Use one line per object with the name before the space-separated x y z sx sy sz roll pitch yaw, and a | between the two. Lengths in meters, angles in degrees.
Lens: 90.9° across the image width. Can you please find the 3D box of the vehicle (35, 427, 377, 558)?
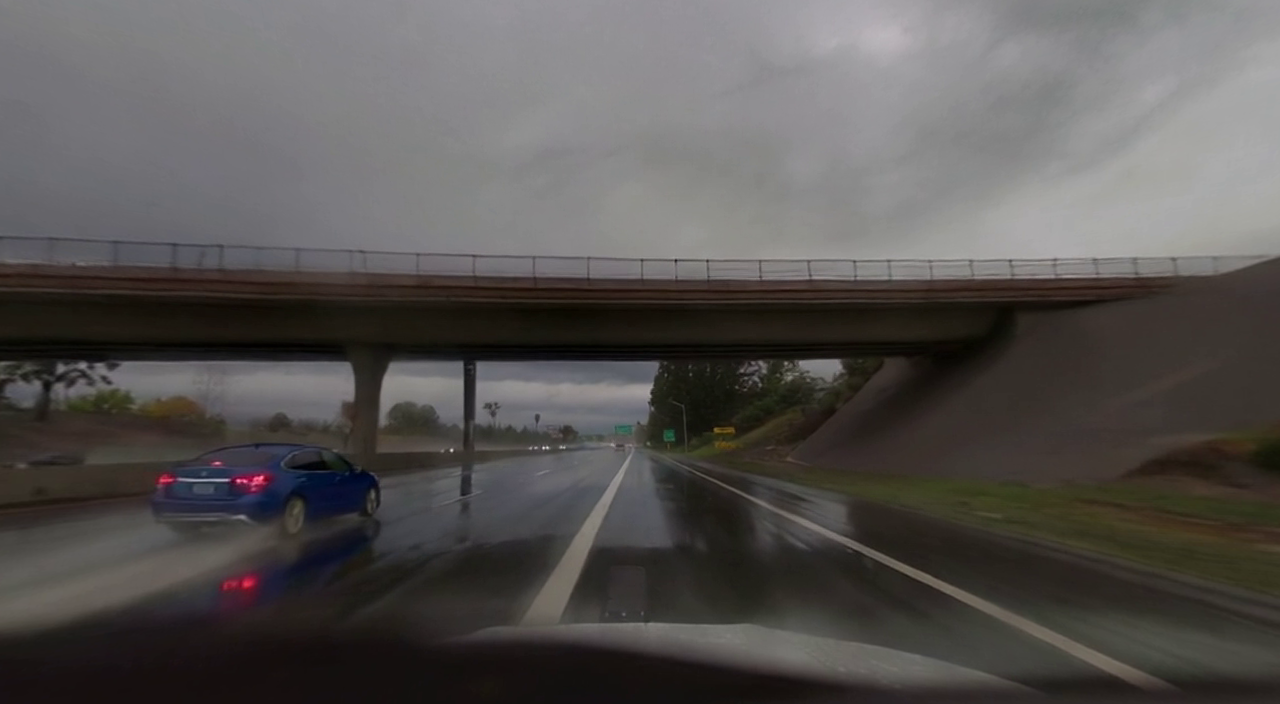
vehicle | -6.182 2.031 9.926 2.105 1.551 4.602 0 -8 0

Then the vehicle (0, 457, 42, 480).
vehicle | -42.687 7.804 42.097 1.716 1.412 3.919 0 -8 -1
